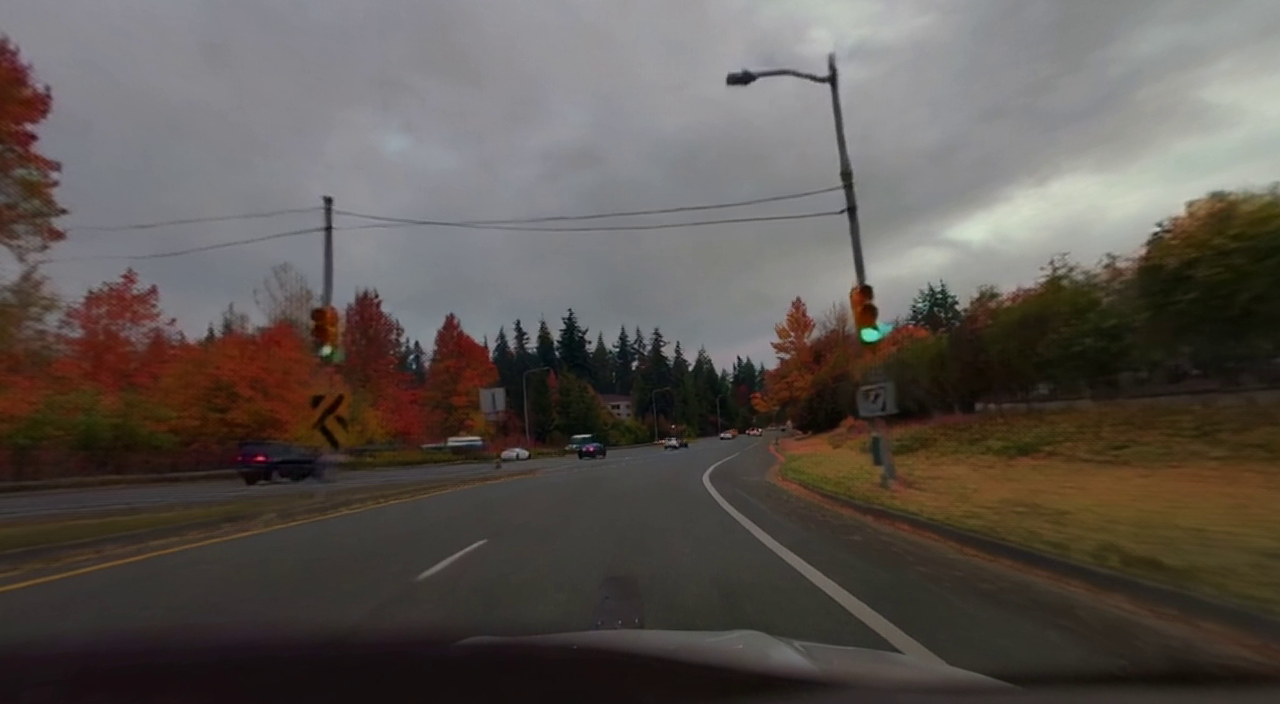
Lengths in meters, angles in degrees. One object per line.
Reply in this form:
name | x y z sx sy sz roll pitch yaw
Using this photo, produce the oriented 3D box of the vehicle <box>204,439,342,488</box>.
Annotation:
vehicle | -16.565 5.033 28.822 2.368 2.012 5.021 -3 -9 18
